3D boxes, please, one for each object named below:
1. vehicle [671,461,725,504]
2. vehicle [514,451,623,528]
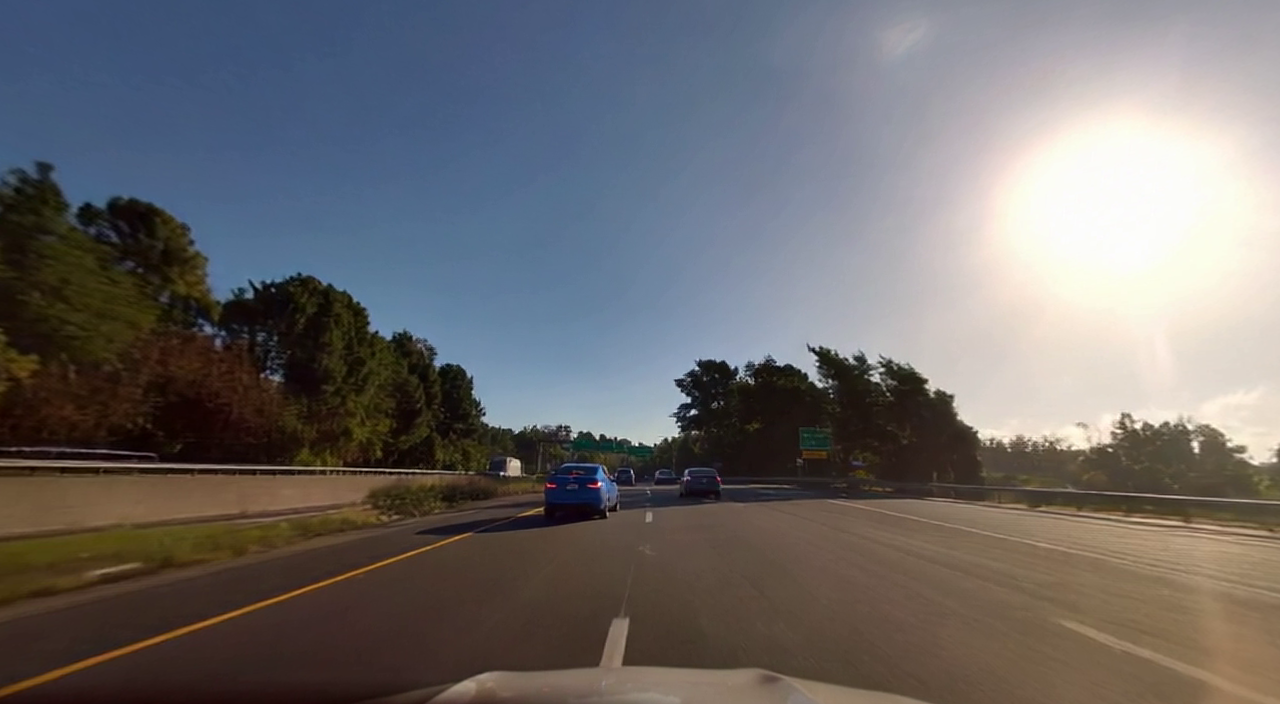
[{"bbox_3d":[2.308,5.296,25.781,1.905,1.559,3.491,0,-10,0],"label":"vehicle"},{"bbox_3d":[-1.649,3.492,16.407,2.176,1.678,4.724,0,-10,1],"label":"vehicle"}]
